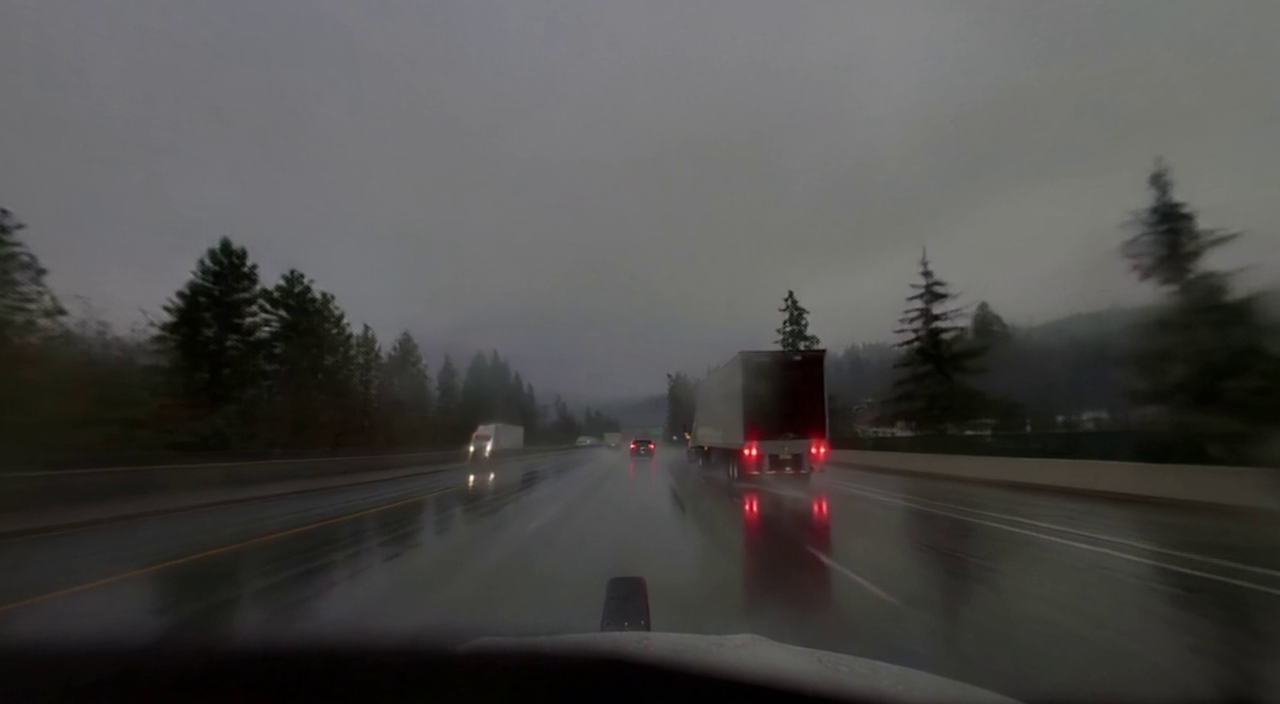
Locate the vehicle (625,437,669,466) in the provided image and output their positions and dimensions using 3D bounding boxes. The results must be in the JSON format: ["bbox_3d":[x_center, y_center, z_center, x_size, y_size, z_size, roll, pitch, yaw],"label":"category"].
[{"bbox_3d":[0.465,5.785,36.850,2.139,1.607,4.034,-1,-8,7],"label":"vehicle"}]

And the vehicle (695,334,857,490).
[{"bbox_3d":[4.225,2.551,23.866,3.005,4.131,14.221,0,-8,0],"label":"vehicle"}]
